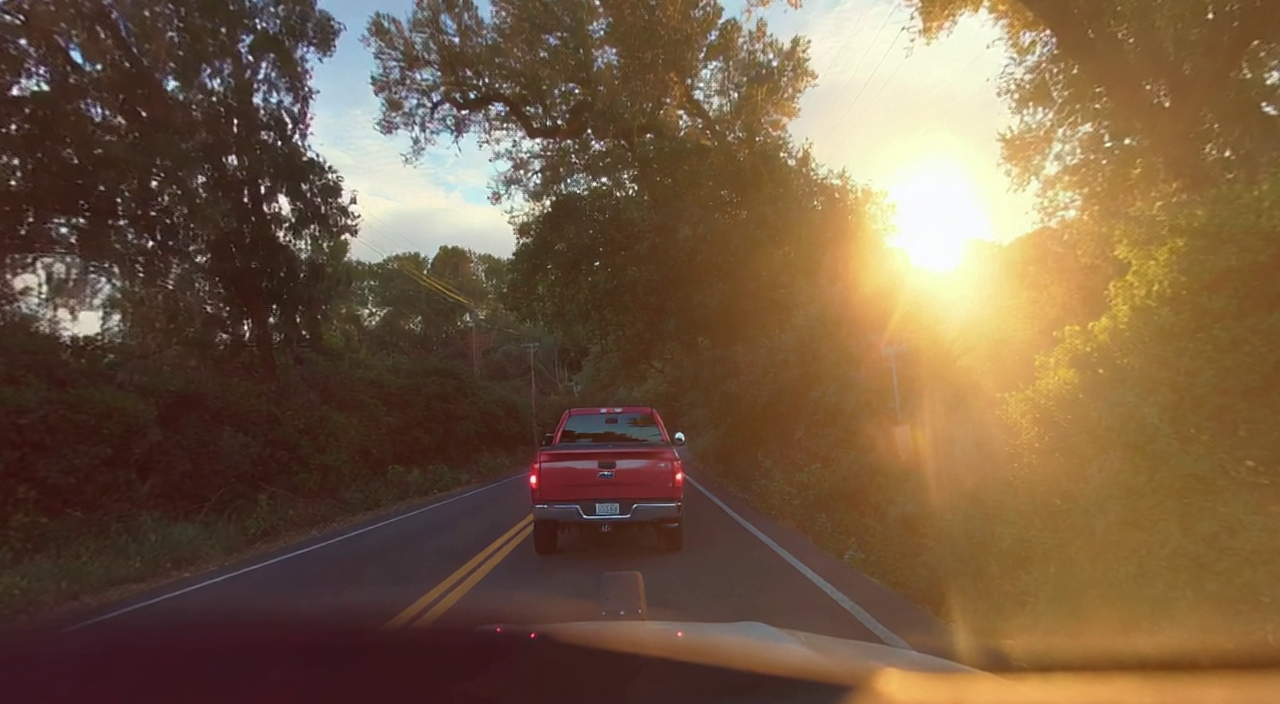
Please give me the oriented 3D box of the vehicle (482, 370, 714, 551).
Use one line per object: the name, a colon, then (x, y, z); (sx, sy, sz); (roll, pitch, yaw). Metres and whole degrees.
vehicle: (-0.550, 1.762, 10.794); (2.837, 2.223, 5.885); (0, -8, -1)
